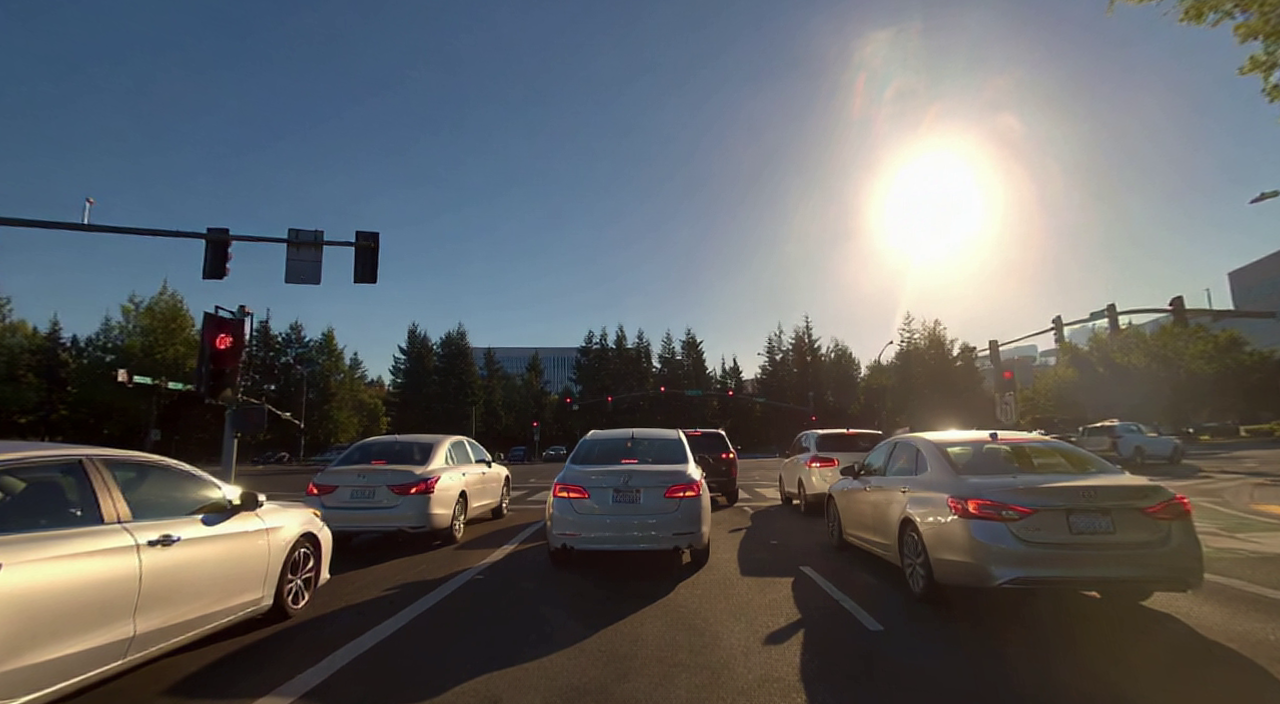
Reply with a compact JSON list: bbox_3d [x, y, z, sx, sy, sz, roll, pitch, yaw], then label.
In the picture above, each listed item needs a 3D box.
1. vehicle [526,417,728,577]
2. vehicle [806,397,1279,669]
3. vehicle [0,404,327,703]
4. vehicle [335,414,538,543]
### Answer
[{"bbox_3d":[-0.101,1.800,8.556,2.106,1.655,3.717,0,-8,1],"label":"vehicle"},{"bbox_3d":[3.223,1.442,6.193,2.006,1.659,4.462,0,-8,1],"label":"vehicle"},{"bbox_3d":[-3.350,0.951,2.368,1.863,1.495,4.667,0,-8,1],"label":"vehicle"},{"bbox_3d":[-3.226,2.111,11.171,2.048,1.805,4.405,0,-8,1],"label":"vehicle"}]
